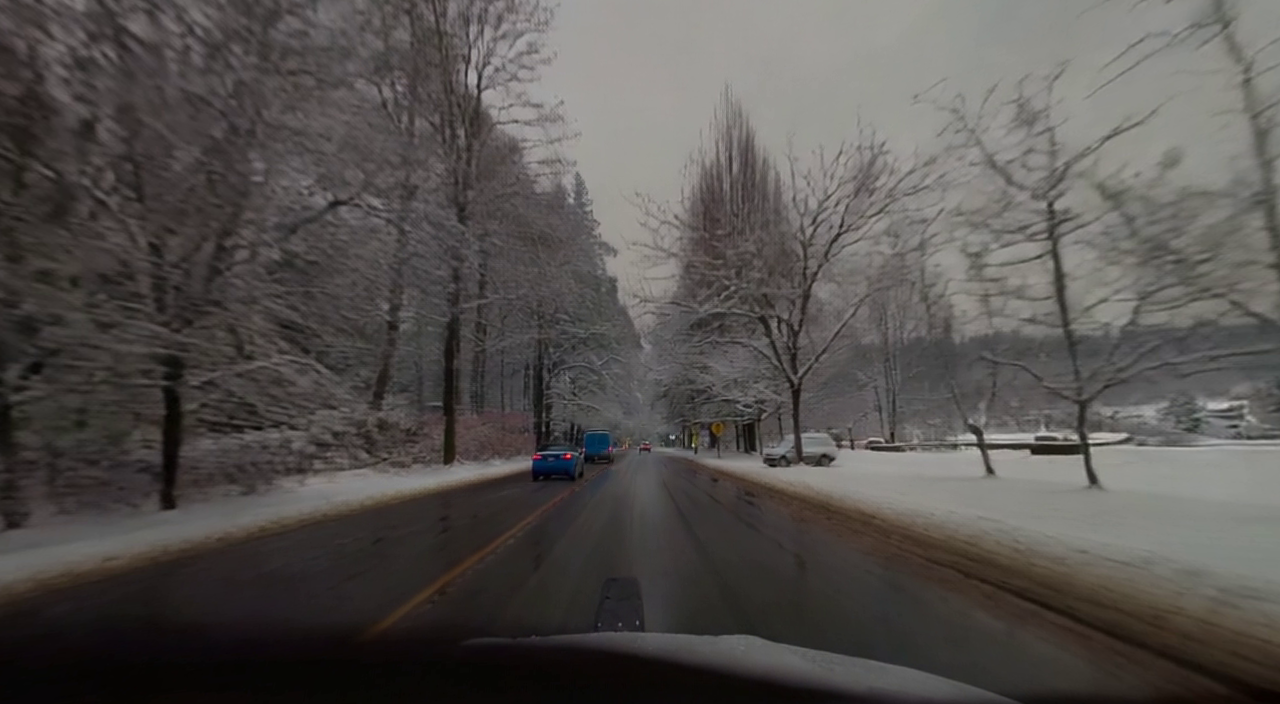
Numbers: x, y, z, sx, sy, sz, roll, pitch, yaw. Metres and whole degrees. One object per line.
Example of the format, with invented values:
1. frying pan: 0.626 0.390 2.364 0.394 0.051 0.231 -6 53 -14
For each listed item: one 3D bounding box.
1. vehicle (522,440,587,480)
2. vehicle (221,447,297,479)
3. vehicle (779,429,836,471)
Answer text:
1. vehicle: -3.338 4.305 25.430 2.009 1.473 4.028 0 -8 1
2. vehicle: -22.597 6.572 37.704 1.911 1.799 4.222 0 -8 -1
3. vehicle: 7.142 4.195 27.147 1.596 1.654 2.920 -1 -8 0
